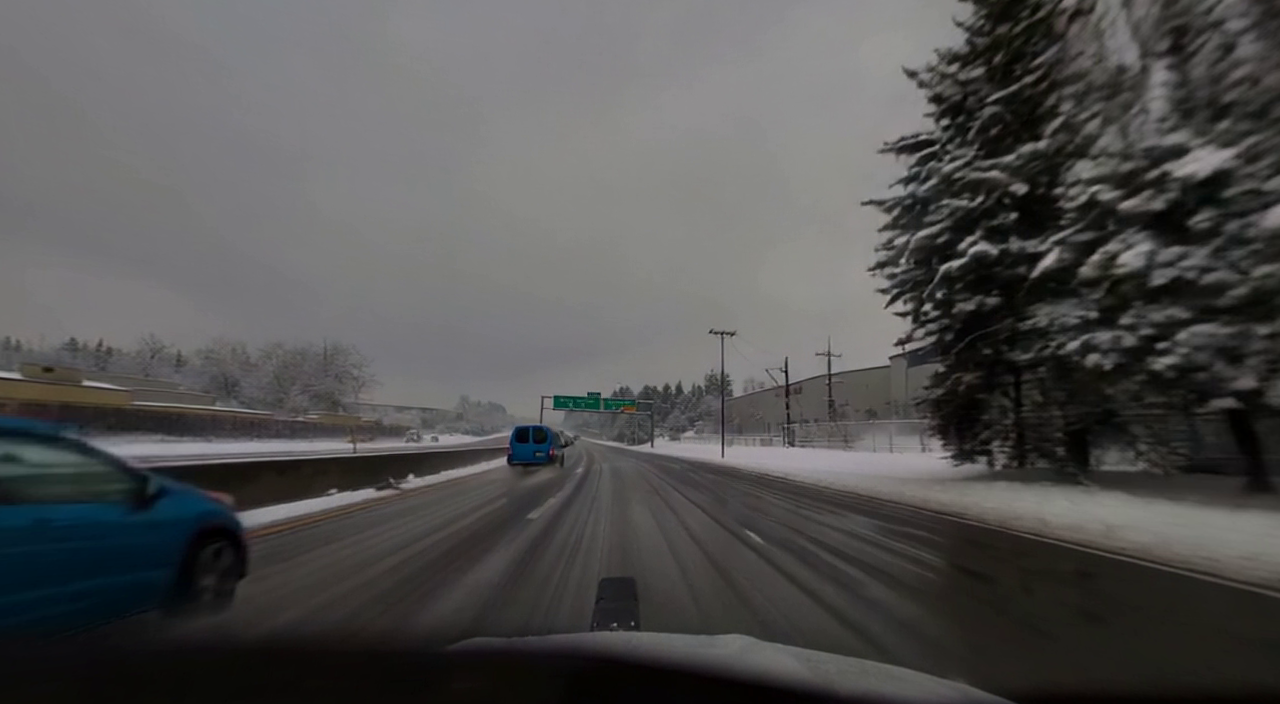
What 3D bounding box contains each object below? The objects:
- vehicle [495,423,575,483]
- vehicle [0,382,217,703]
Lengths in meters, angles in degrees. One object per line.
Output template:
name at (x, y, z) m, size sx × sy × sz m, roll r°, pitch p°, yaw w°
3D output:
vehicle at (-3.669, 3.636, 22.940) m, size 2.260 × 1.901 × 4.665 m, roll 0°, pitch -8°, yaw -2°
vehicle at (-3.988, 0.844, 2.317) m, size 2.045 × 1.547 × 4.162 m, roll 0°, pitch -8°, yaw -2°
